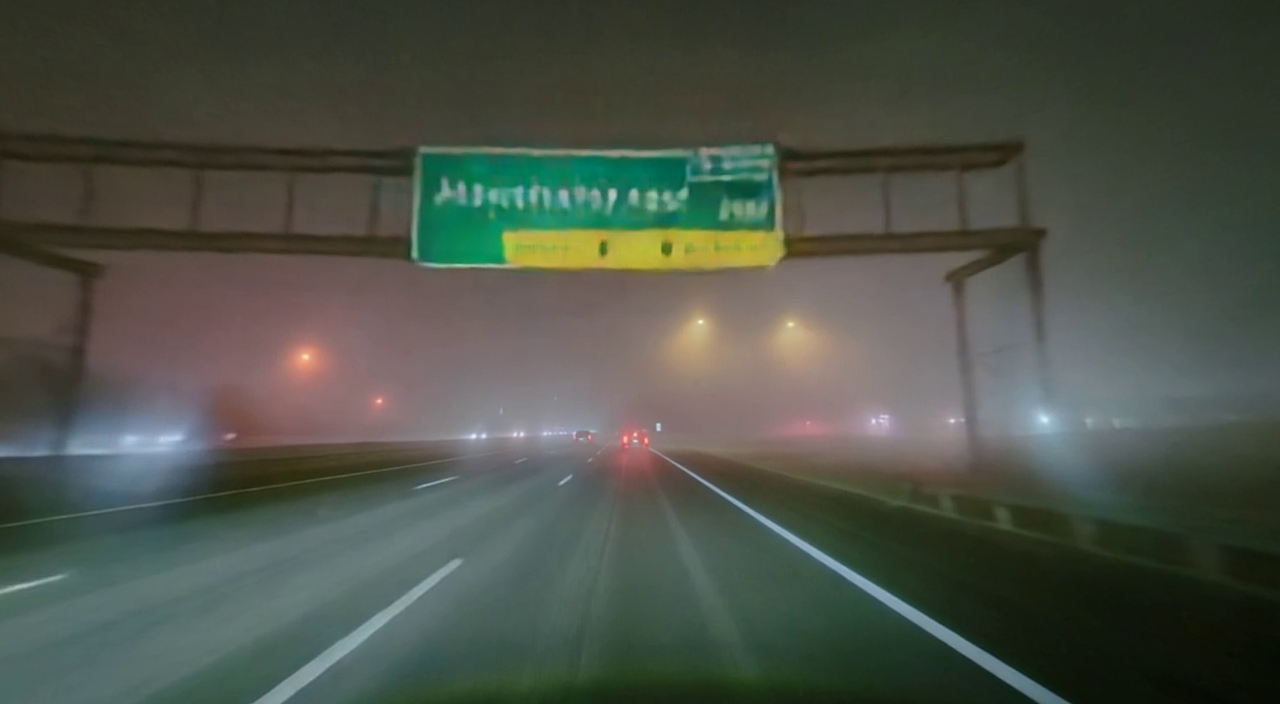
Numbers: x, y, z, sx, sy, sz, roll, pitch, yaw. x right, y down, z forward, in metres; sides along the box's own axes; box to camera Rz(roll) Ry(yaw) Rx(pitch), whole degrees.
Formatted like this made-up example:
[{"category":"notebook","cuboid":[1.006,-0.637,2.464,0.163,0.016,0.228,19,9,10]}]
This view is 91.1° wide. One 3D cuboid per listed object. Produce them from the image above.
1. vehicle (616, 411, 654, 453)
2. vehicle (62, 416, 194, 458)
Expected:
[{"category":"vehicle","cuboid":[-0.433,5.580,43.704,2.418,2.704,6.445,0,-8,-3]},{"category":"vehicle","cuboid":[-19.674,3.313,24.412,1.824,1.479,3.952,0,-8,-1]}]
